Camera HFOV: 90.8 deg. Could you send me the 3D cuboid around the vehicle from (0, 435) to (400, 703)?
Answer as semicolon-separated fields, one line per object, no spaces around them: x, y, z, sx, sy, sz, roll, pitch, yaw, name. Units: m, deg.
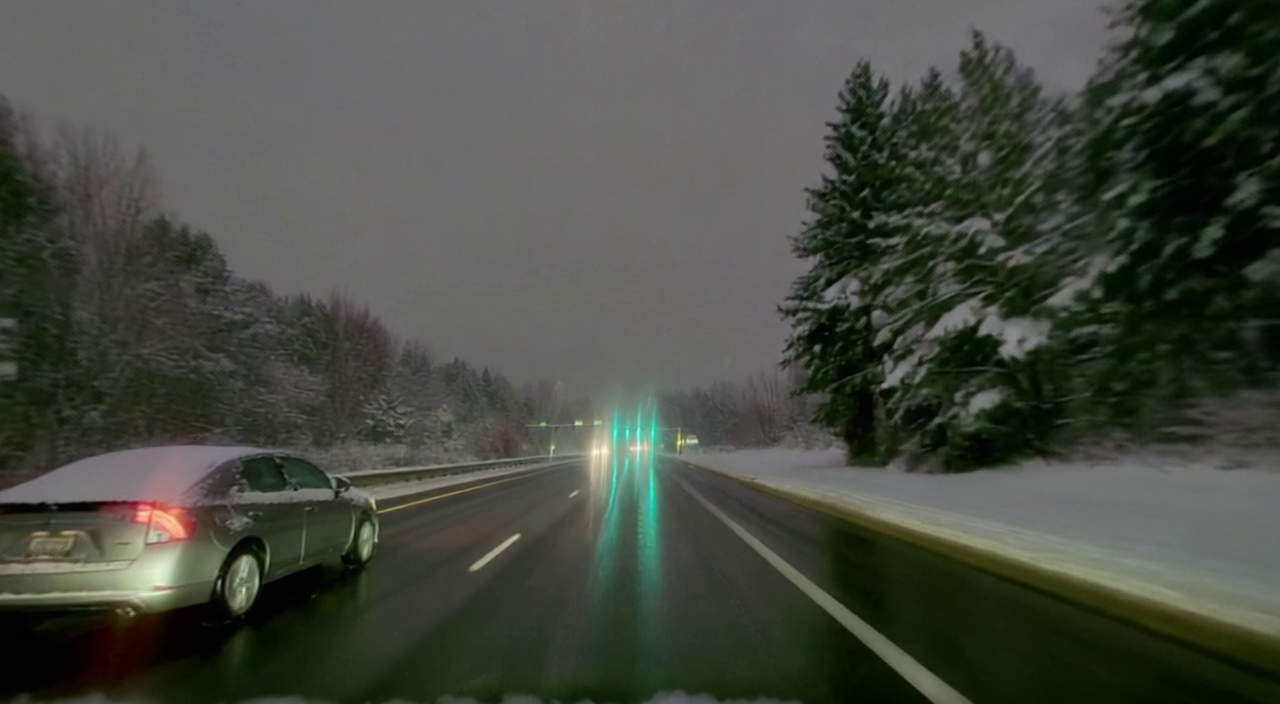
-3.890;1.483;5.470;1.946;1.437;4.154;-1;-8;1;vehicle
